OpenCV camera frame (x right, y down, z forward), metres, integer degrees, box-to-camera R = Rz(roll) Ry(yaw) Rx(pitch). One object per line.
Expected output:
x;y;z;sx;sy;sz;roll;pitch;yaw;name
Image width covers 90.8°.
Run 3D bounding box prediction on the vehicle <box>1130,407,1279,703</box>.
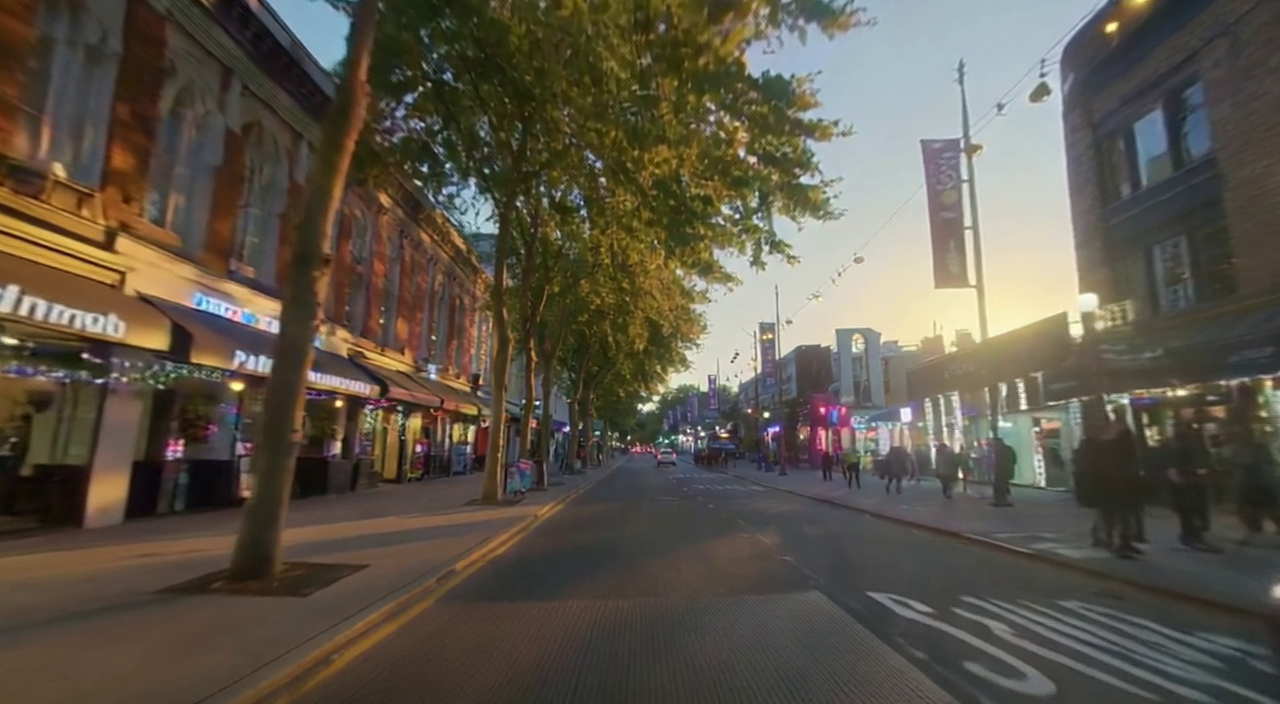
3.492;0.773;0.967;1.971;1.559;4.326;0;-9;0;vehicle
